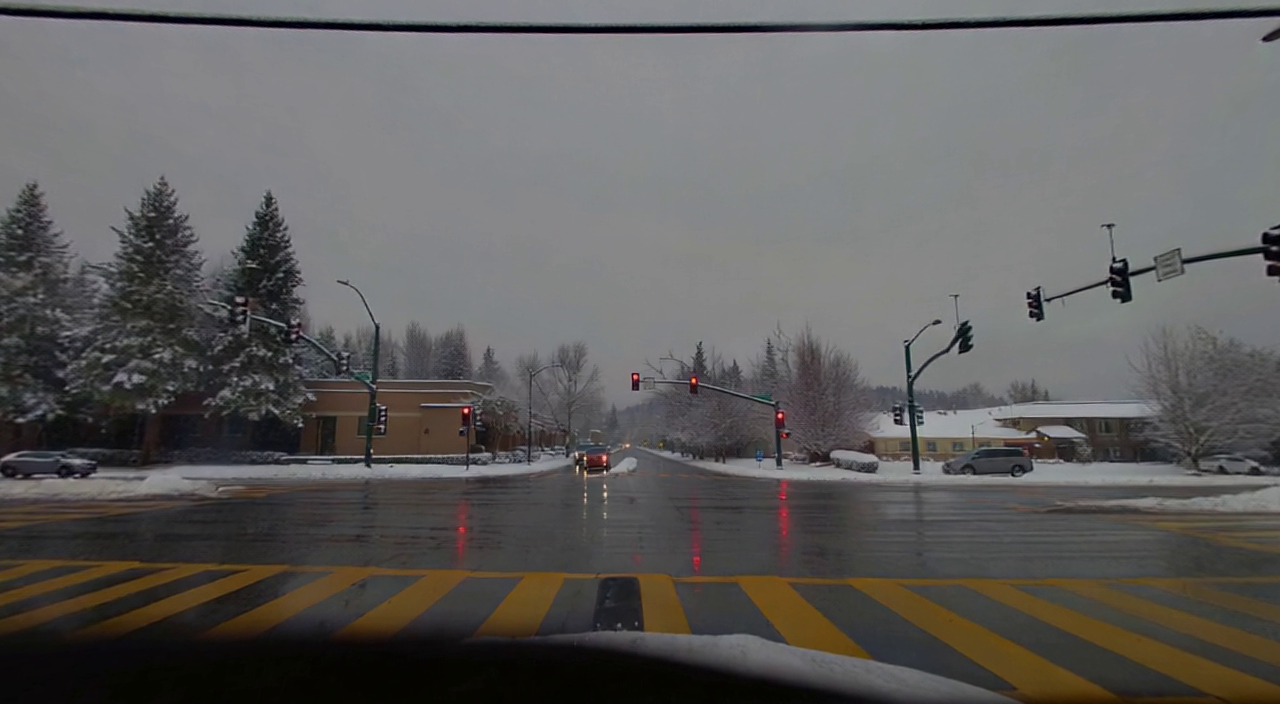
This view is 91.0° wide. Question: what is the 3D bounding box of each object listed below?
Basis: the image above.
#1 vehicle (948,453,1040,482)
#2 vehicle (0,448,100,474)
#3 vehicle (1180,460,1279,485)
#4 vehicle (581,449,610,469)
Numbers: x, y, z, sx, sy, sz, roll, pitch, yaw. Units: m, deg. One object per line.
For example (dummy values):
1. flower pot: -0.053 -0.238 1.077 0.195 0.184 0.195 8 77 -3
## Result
1. vehicle: 21.088 6.874 37.580 4.447 1.623 1.801 0 -9 -3
2. vehicle: -35.151 6.417 37.171 4.741 1.447 1.807 0 -9 0
3. vehicle: 36.213 7.312 38.297 4.976 1.428 1.929 0 -8 -2
4. vehicle: -3.463 8.372 49.301 1.908 1.441 4.142 0 -8 1
